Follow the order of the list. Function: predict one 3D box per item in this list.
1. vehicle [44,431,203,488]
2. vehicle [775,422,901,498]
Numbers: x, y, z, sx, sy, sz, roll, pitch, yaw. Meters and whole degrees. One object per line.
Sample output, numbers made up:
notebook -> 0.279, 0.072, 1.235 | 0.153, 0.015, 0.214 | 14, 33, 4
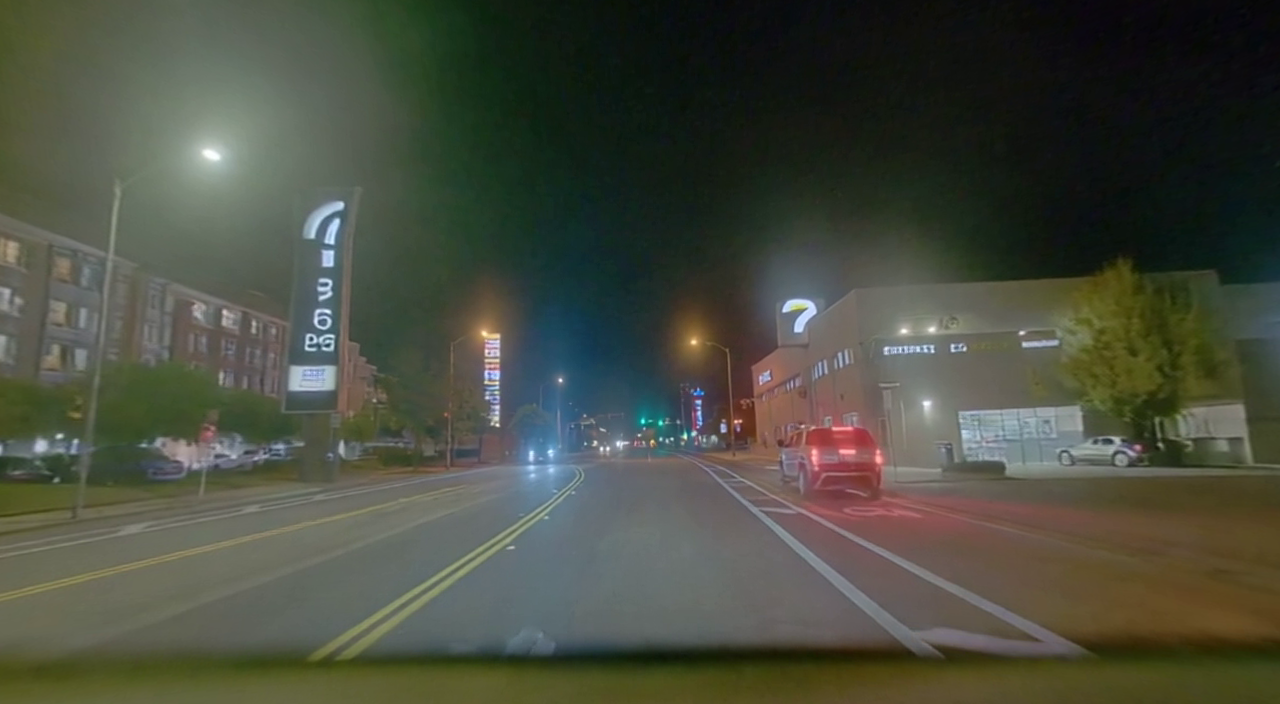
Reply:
vehicle -> -20.978, 4.347, 25.799 | 4.632, 2.049, 1.973 | -1, -7, -5
vehicle -> 5.377, 3.013, 17.921 | 2.182, 1.850, 4.705 | 0, -8, 2
